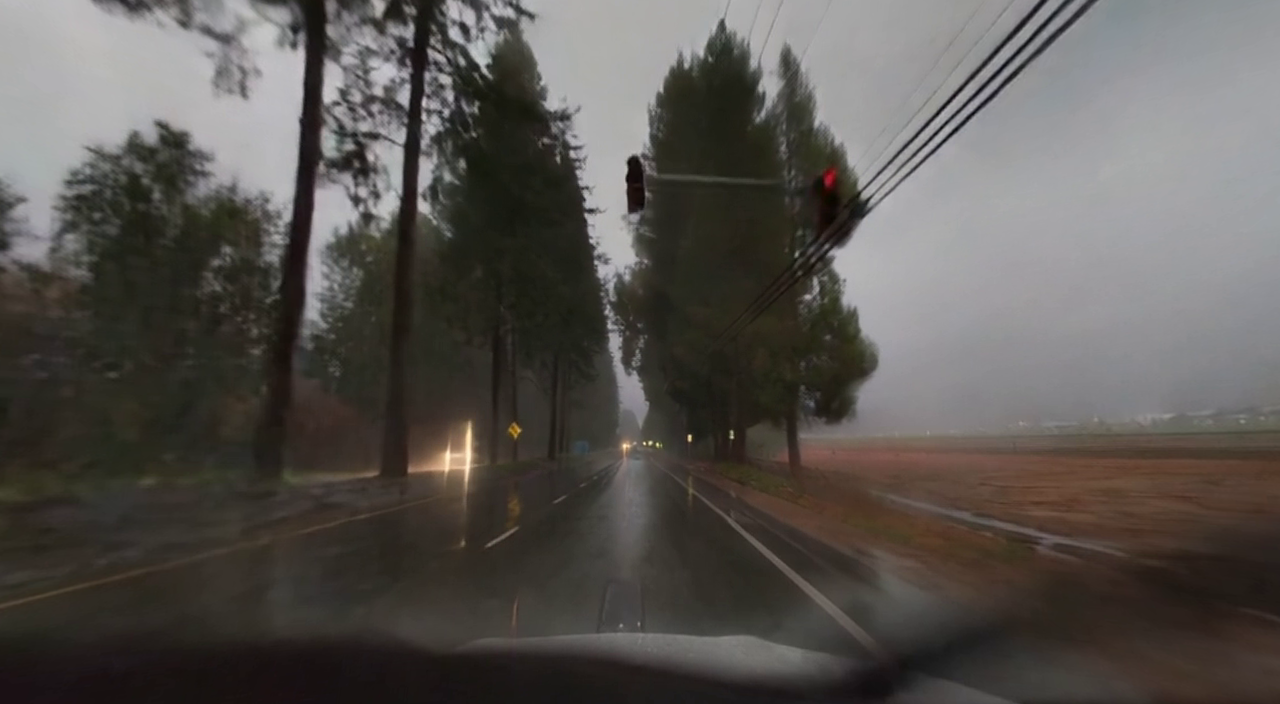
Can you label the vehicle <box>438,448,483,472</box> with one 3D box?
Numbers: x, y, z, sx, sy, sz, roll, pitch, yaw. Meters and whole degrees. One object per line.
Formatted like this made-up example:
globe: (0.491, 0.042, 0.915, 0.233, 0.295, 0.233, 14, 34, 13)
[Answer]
vehicle: (-13.548, 8.141, 47.863, 2.030, 1.688, 4.527, -1, -9, 1)
